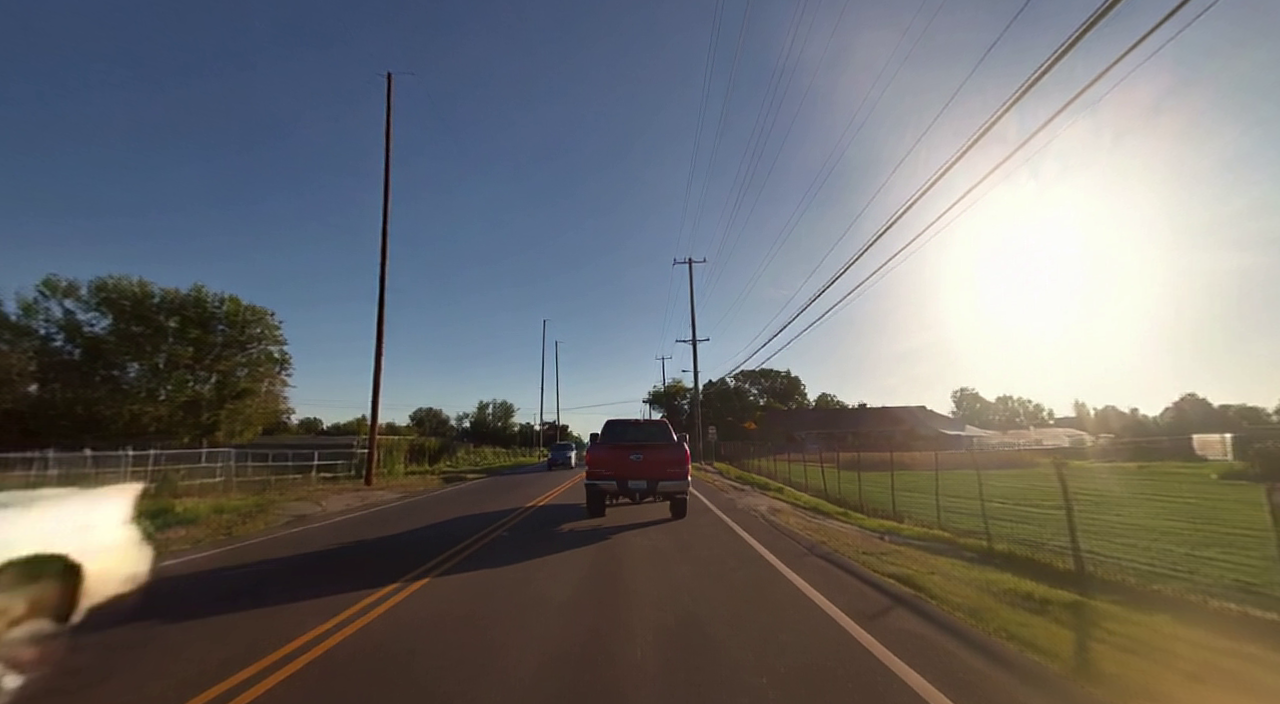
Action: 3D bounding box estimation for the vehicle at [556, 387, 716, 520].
[{"bbox_3d":[-0.110,2.150,13.714,2.693,2.223,5.885,0,-8,-1],"label":"vehicle"}]

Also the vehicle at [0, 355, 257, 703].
[{"bbox_3d":[-4.383,0.882,2.949,2.077,1.805,4.891,0,-8,0],"label":"vehicle"}]
